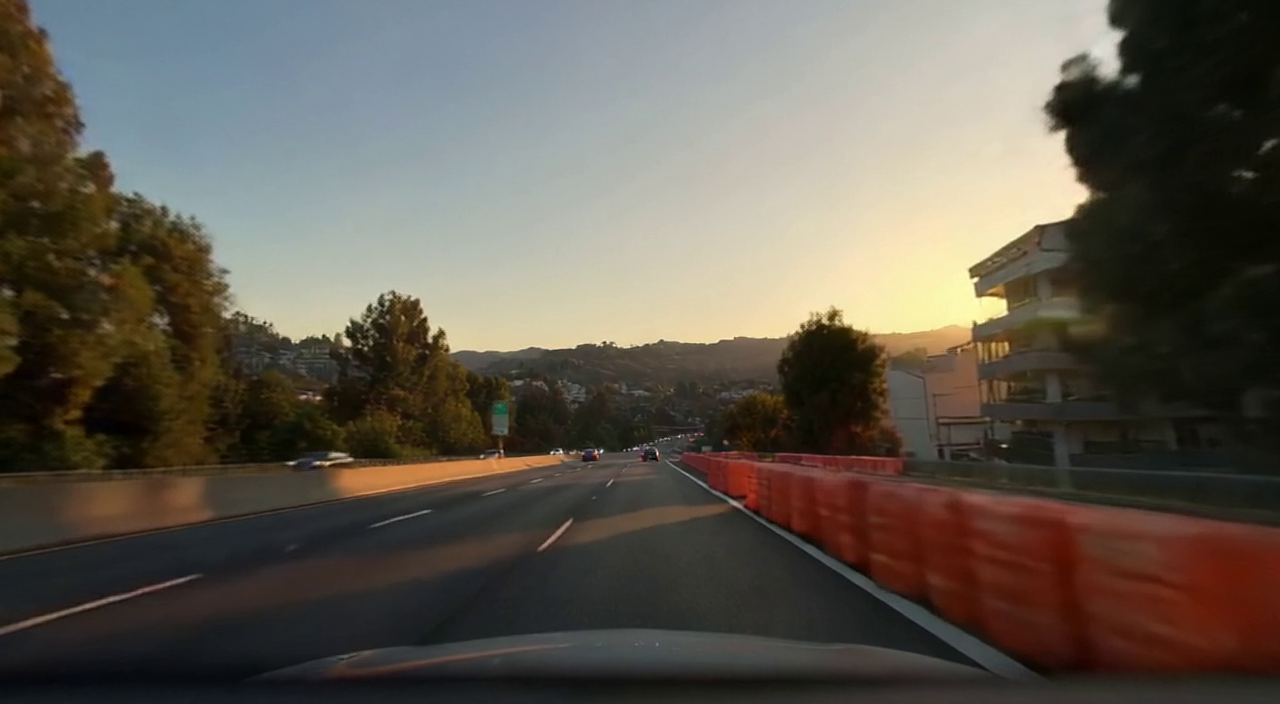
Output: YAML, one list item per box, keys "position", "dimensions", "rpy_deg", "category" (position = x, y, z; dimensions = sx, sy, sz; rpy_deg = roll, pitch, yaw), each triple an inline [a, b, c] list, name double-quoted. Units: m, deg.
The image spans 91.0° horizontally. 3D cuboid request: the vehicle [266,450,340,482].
- position: [-19.305, 6.517, 36.305]
  dimensions: [1.743, 1.657, 4.388]
  rpy_deg: [0, -9, 2]
  category: "vehicle"
